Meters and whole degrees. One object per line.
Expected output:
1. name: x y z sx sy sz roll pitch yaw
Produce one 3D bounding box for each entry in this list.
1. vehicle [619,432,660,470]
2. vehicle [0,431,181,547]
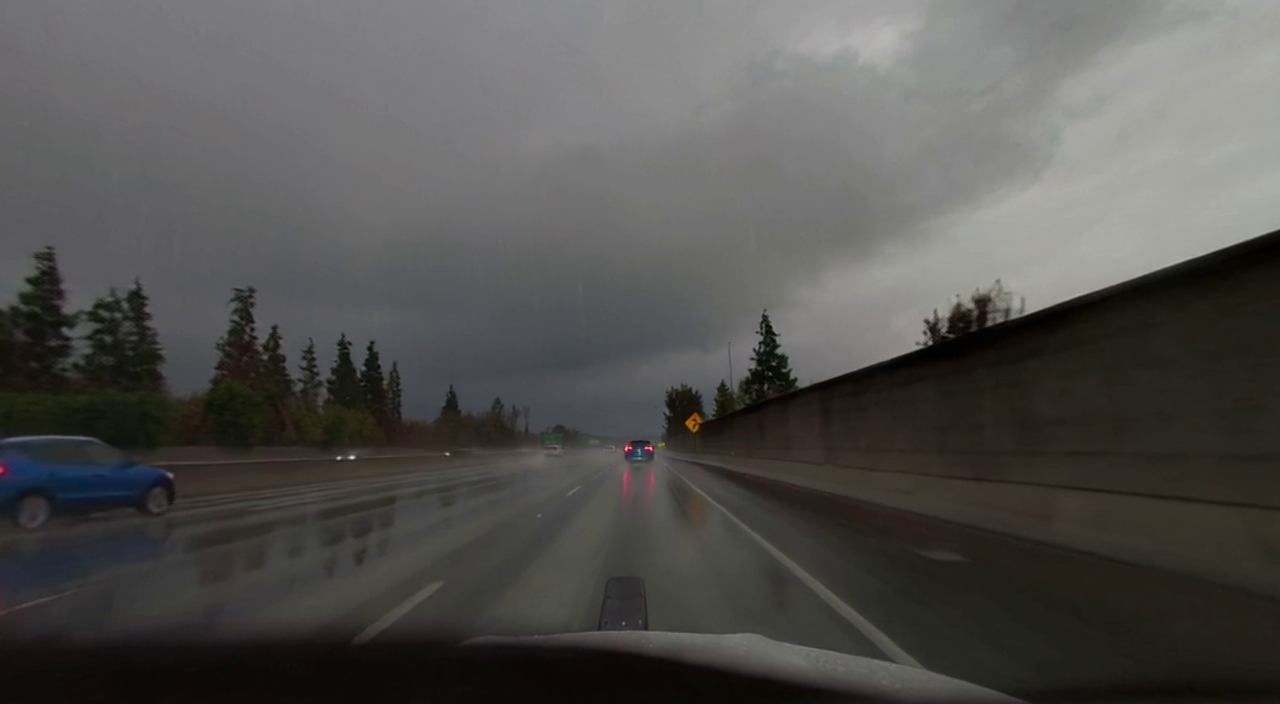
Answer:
1. vehicle: -0.027 5.963 38.183 2.318 2.145 4.561 0 -8 0
2. vehicle: -10.324 2.151 10.214 2.037 1.661 4.885 0 -8 1
